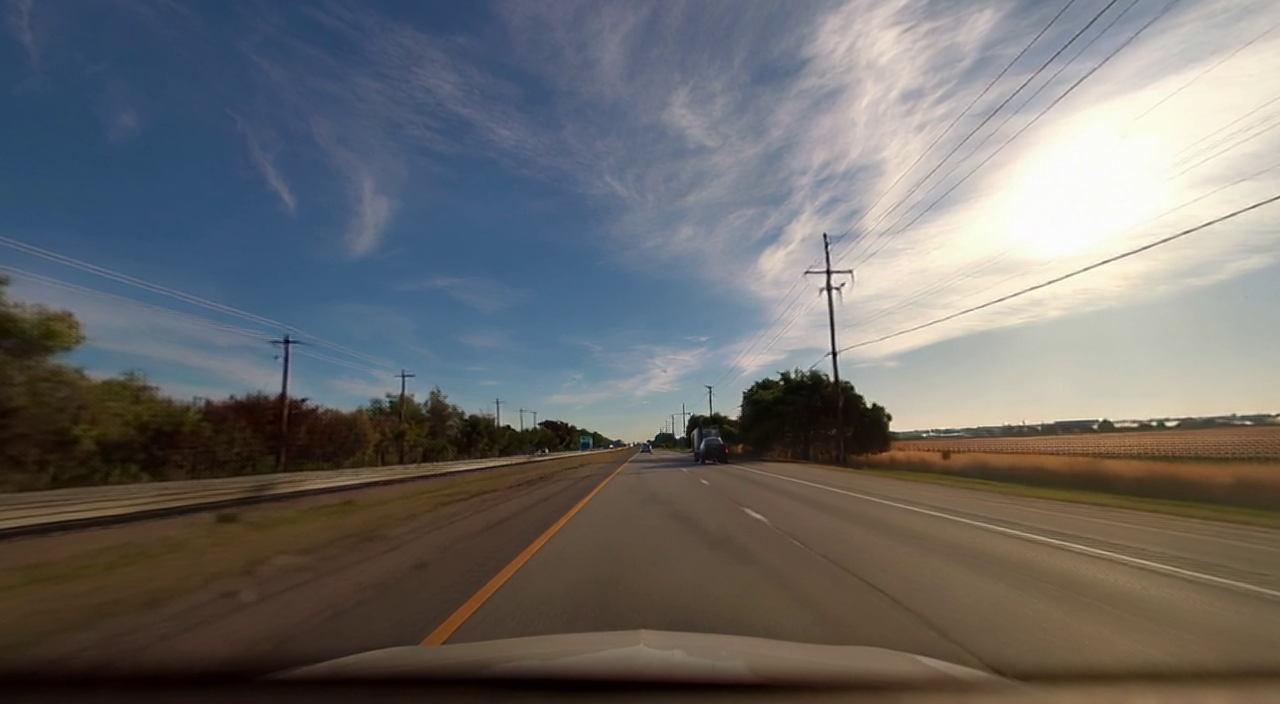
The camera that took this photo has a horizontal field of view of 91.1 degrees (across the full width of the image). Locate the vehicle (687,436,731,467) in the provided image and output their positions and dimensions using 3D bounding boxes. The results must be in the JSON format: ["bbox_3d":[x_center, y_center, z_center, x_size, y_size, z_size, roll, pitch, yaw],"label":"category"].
[{"bbox_3d":[4.383,6.412,40.620,2.228,1.852,5.449,0,-8,0],"label":"vehicle"}]
